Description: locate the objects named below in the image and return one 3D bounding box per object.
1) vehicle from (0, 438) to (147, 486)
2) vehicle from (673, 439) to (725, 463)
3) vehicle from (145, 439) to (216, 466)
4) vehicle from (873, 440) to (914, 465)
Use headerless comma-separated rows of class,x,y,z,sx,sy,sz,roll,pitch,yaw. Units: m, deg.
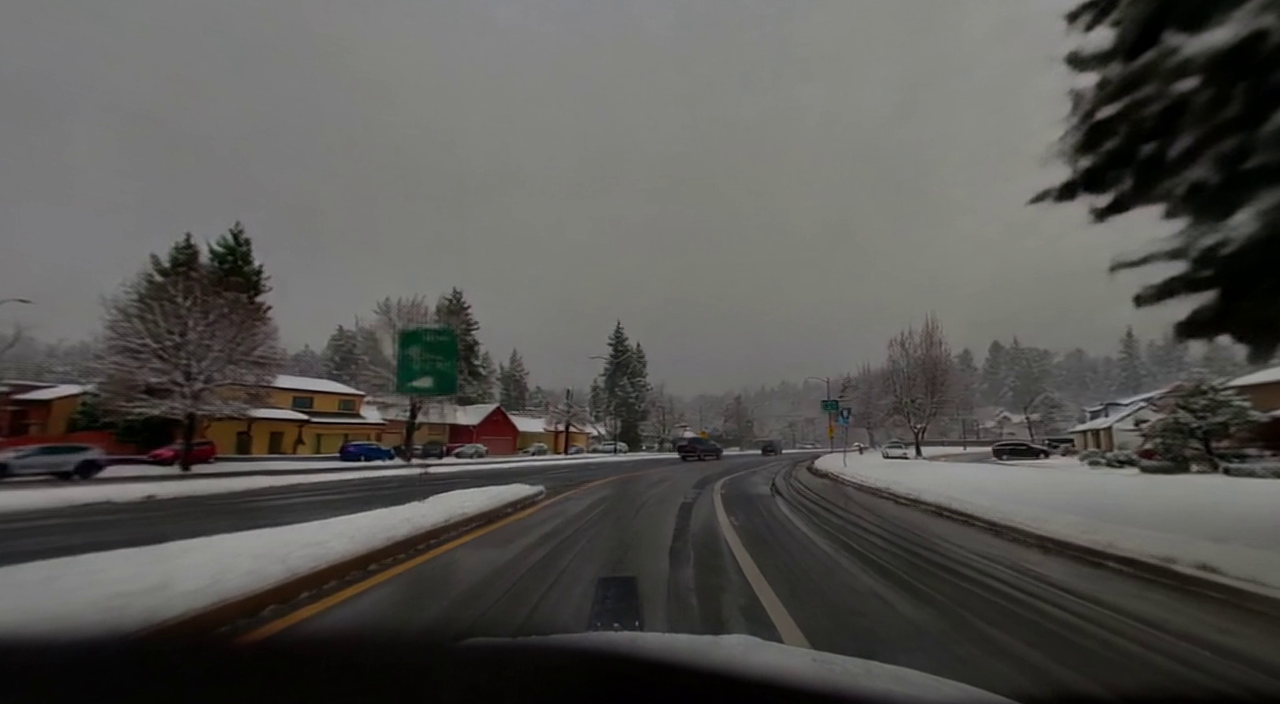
vehicle,-20.364,3.918,22.766,1.753,1.553,3.575,-3,-9,17
vehicle,4.063,6.693,42.827,2.081,1.489,4.863,-4,-9,24
vehicle,-32.211,7.028,44.293,4.418,1.746,1.925,-4,-9,24
vehicle,18.237,7.297,45.644,1.988,1.487,4.479,-3,-13,12
